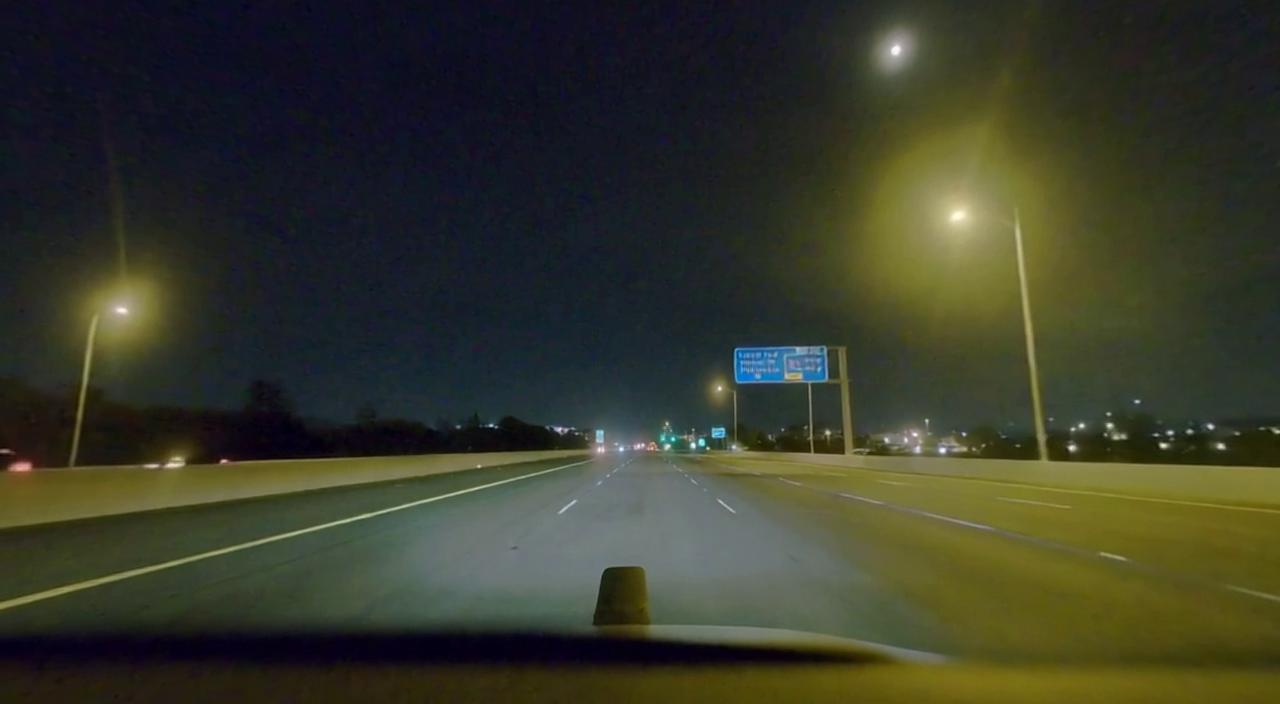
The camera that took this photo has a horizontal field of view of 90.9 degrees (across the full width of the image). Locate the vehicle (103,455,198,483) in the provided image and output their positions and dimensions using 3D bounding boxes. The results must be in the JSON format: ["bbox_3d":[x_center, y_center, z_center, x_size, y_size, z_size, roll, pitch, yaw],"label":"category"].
[{"bbox_3d":[-28.717,6.846,37.206,1.852,1.463,4.598,0,-9,1],"label":"vehicle"}]
